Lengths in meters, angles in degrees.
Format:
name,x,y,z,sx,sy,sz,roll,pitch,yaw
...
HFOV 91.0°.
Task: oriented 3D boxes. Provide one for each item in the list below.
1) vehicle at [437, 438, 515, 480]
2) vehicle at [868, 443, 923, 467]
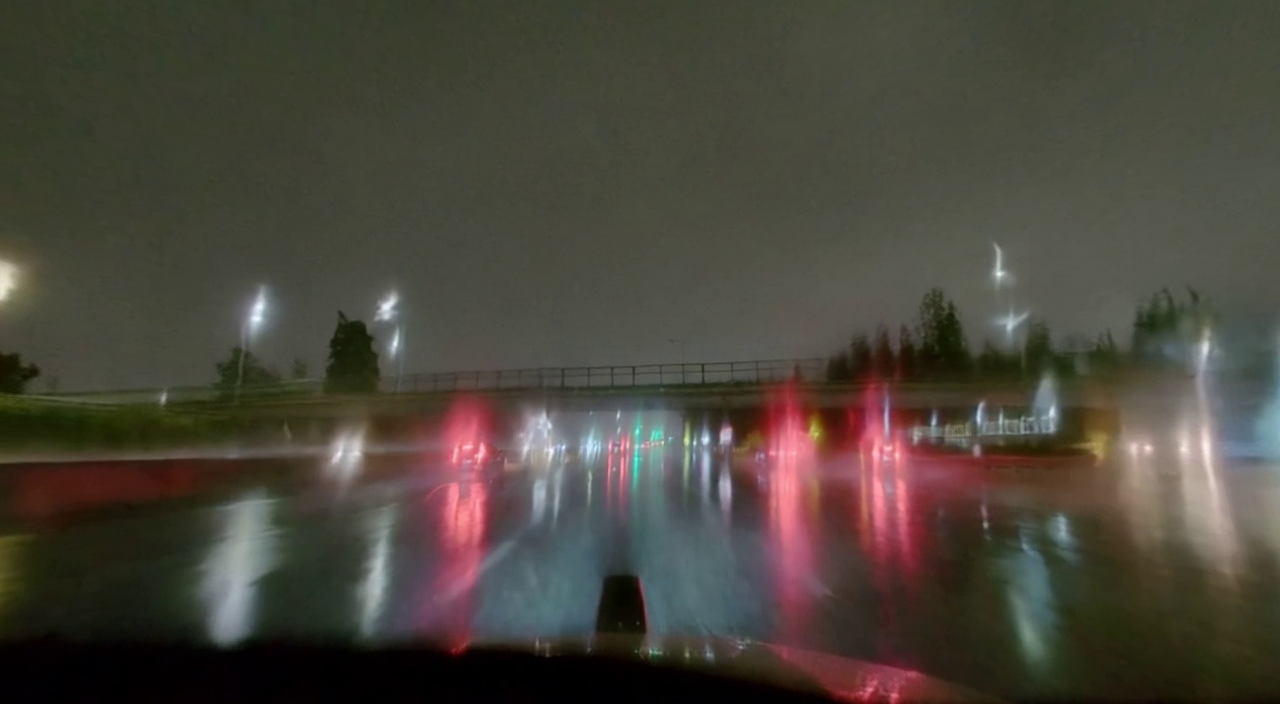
name,x,y,z,sx,sy,sz,roll,pitch,yaw
vehicle,-6.487,4.272,25.382,1.985,1.513,4.172,0,-8,1
vehicle,17.756,7.164,43.965,1.884,1.567,4.692,0,-8,0
